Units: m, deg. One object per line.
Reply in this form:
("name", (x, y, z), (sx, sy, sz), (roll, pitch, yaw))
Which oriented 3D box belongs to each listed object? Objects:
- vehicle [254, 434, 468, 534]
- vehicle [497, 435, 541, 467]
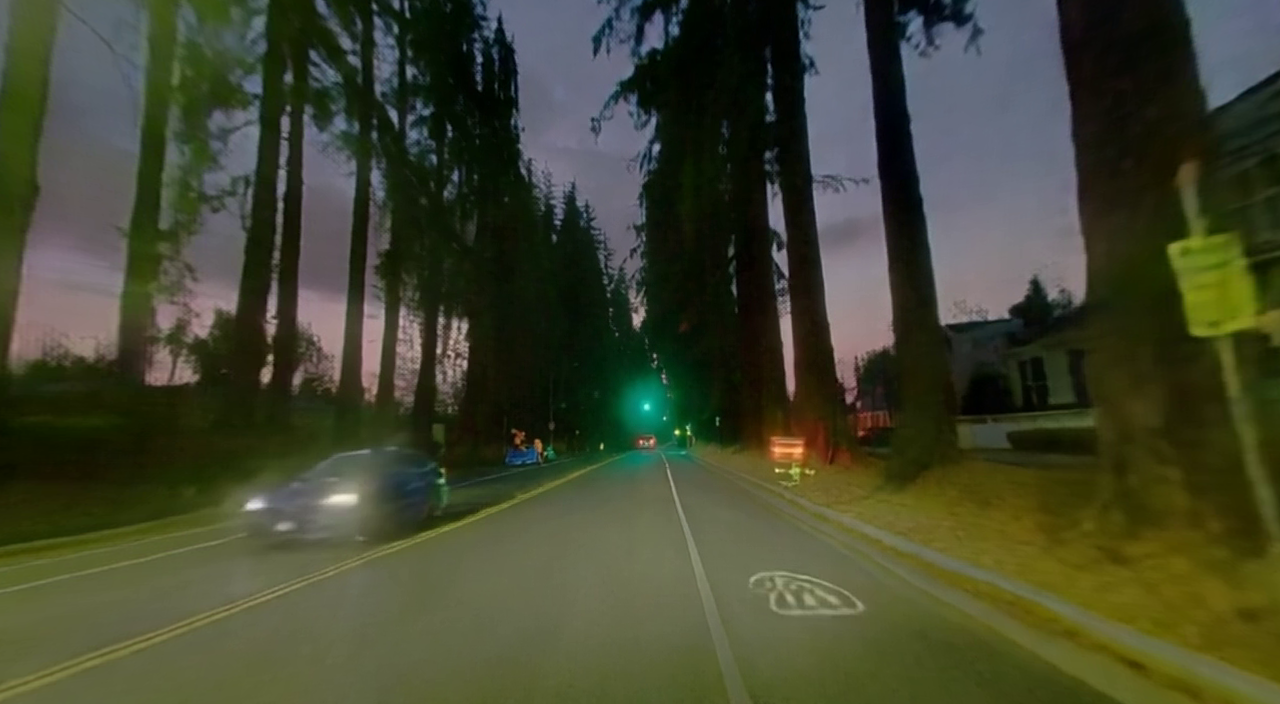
("vehicle", (-4.973, 2.366, 12.135), (1.927, 1.521, 4.571), (-1, -8, 2))
("vehicle", (-8.450, 6.926, 44.419), (1.998, 1.814, 4.559), (-4, -6, 1))
